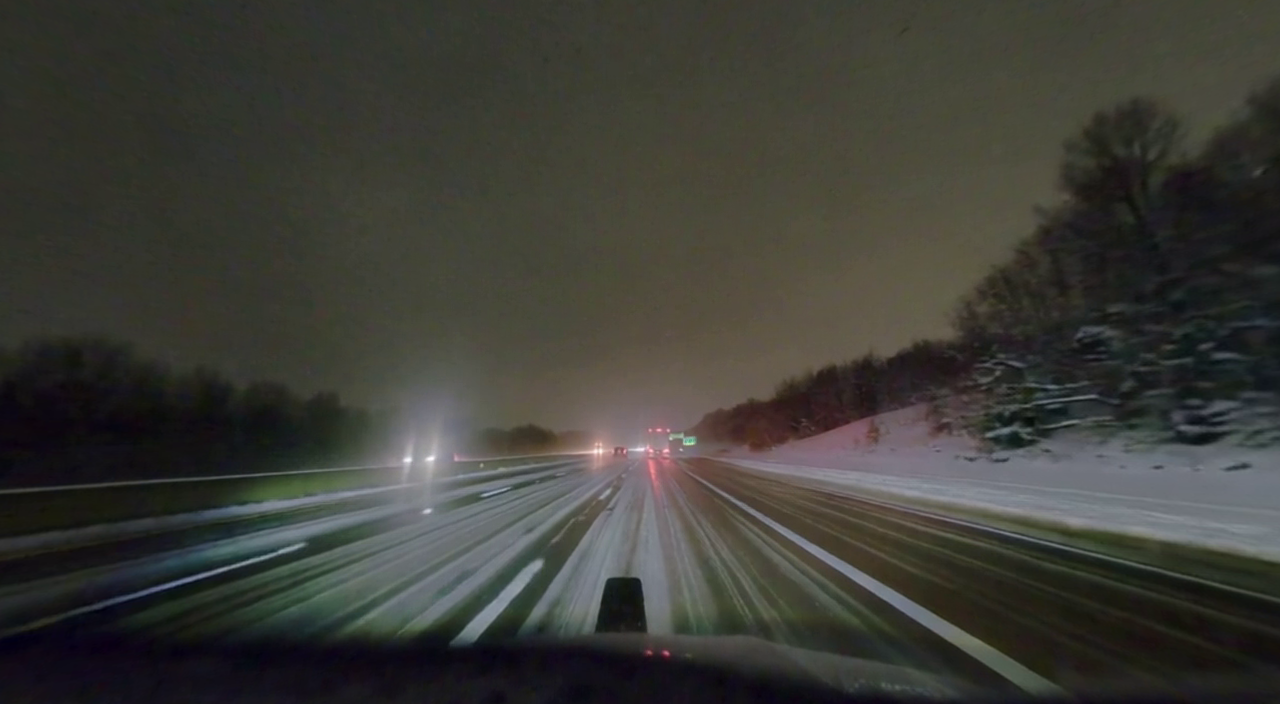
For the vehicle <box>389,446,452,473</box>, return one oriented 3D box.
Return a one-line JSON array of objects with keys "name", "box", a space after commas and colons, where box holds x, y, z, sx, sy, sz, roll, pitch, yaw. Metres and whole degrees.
[{"name": "vehicle", "box": [-13.207, 6.474, 38.203, 2.077, 1.541, 4.507, 0, -8, 2]}]
